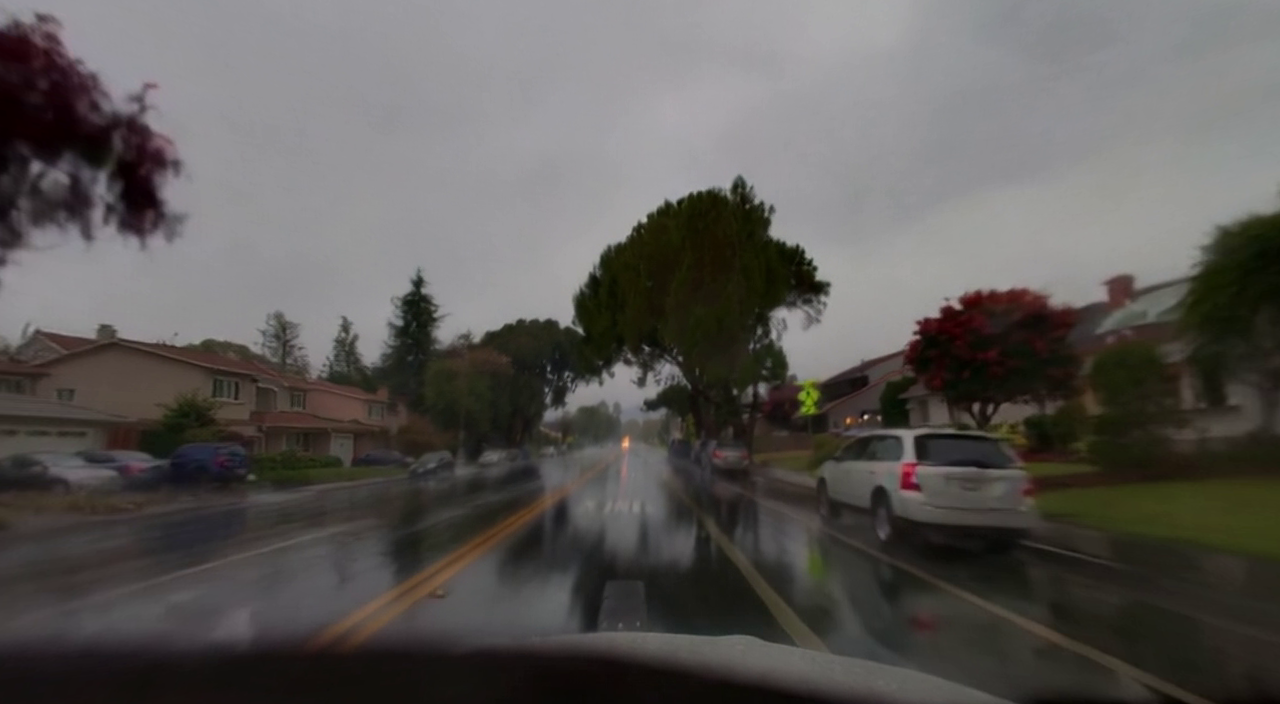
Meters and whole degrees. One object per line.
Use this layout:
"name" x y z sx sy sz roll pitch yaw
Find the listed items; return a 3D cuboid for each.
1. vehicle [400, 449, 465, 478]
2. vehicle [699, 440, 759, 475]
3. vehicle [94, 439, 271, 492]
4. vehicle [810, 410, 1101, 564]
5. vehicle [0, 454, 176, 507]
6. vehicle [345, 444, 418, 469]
"vehicle" -11.745 6.318 36.147 2.079 1.509 4.591 -1 -9 1
"vehicle" 4.142 5.018 30.257 1.920 1.541 4.709 0 -9 -4
"vehicle" -17.792 4.387 24.675 5.764 1.898 2.201 -2 -9 12
"vehicle" 4.267 1.900 9.609 2.027 1.751 4.433 0 -9 -1
"vehicle" -17.935 3.992 19.798 5.211 1.482 1.948 0 -9 0
"vehicle" -18.162 7.345 44.481 4.310 1.705 1.905 -1 -9 3
